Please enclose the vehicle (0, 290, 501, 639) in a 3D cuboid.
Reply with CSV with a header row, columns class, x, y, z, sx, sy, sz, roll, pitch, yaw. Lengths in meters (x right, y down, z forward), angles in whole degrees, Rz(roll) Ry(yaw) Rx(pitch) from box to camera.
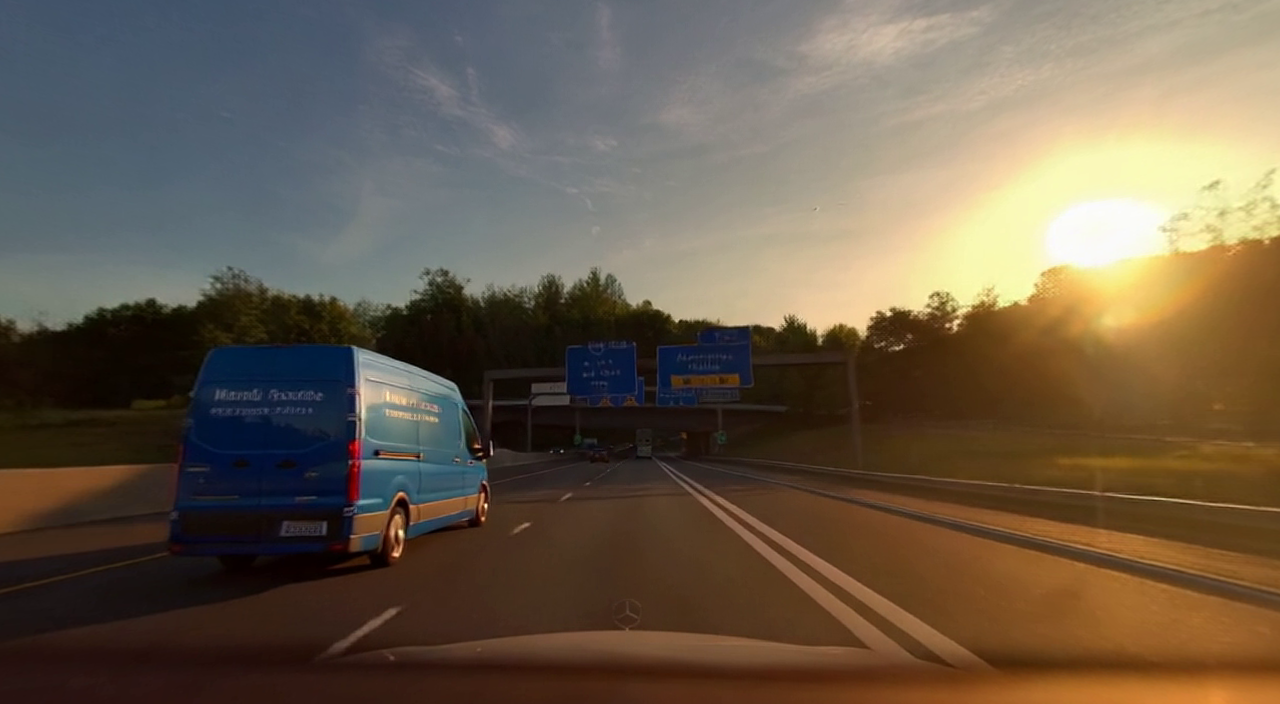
class,x,y,z,sx,sy,sz,roll,pitch,yaw
vehicle,-3.769,1.336,8.312,2.320,2.636,7.021,0,-9,-1
